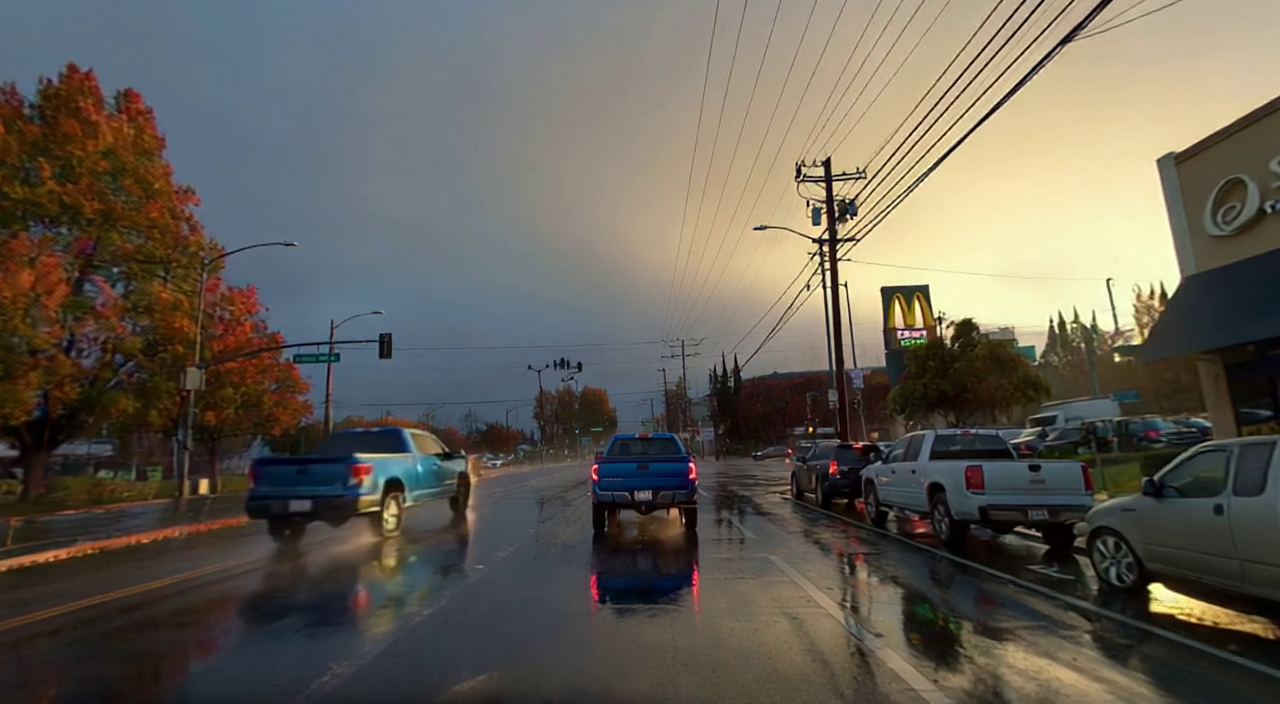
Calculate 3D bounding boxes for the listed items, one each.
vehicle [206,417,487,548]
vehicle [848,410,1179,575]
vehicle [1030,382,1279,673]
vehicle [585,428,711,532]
[{"bbox_3d":[-4.705,2.181,11.293,2.140,1.768,5.092,-1,-9,6],"label":"vehicle"},{"bbox_3d":[4.930,1.912,9.431,2.007,1.786,4.870,0,-9,1],"label":"vehicle"},{"bbox_3d":[4.911,1.085,3.922,2.014,1.755,4.520,0,-9,0],"label":"vehicle"},{"bbox_3d":[0.165,2.479,12.822,2.089,1.699,4.650,0,-9,1],"label":"vehicle"}]
